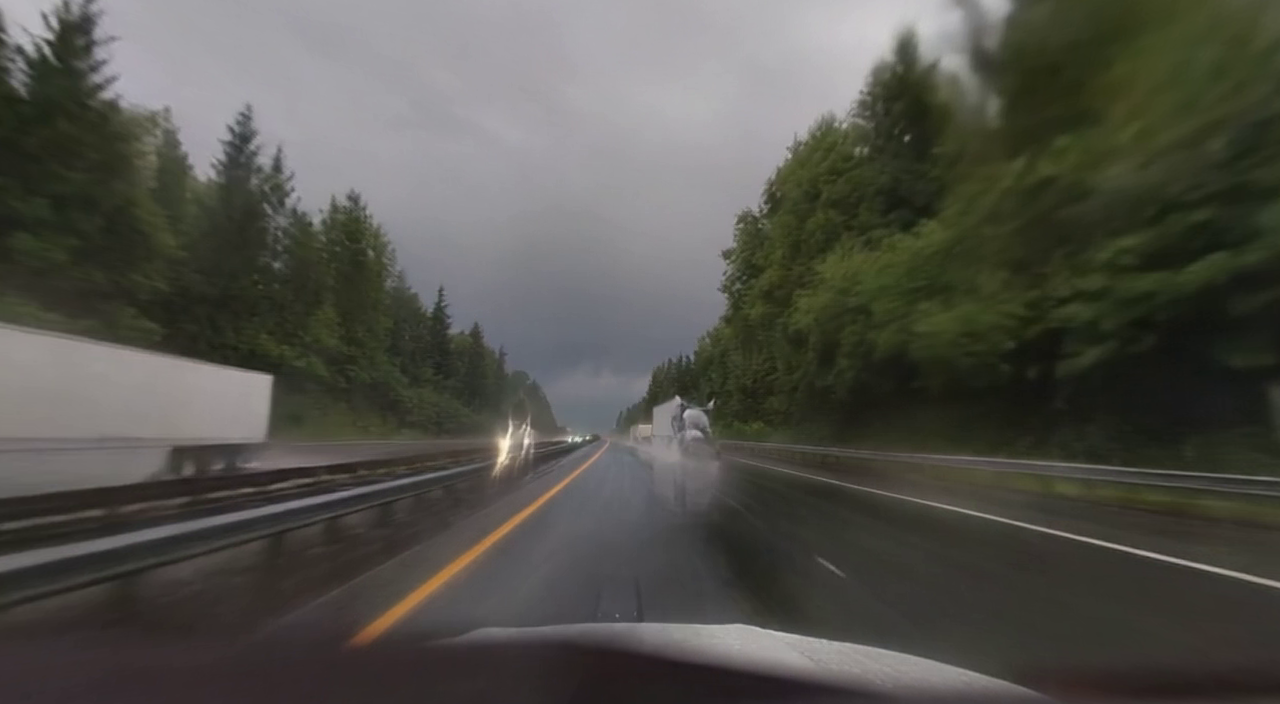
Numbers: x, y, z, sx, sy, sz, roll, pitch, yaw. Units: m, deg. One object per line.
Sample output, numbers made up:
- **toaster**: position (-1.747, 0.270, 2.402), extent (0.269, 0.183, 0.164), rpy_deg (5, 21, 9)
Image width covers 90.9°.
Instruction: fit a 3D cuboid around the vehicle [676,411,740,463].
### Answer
- **vehicle**: position (3.761, 4.892, 36.494), extent (2.741, 2.716, 6.323), rpy_deg (0, -8, -2)
